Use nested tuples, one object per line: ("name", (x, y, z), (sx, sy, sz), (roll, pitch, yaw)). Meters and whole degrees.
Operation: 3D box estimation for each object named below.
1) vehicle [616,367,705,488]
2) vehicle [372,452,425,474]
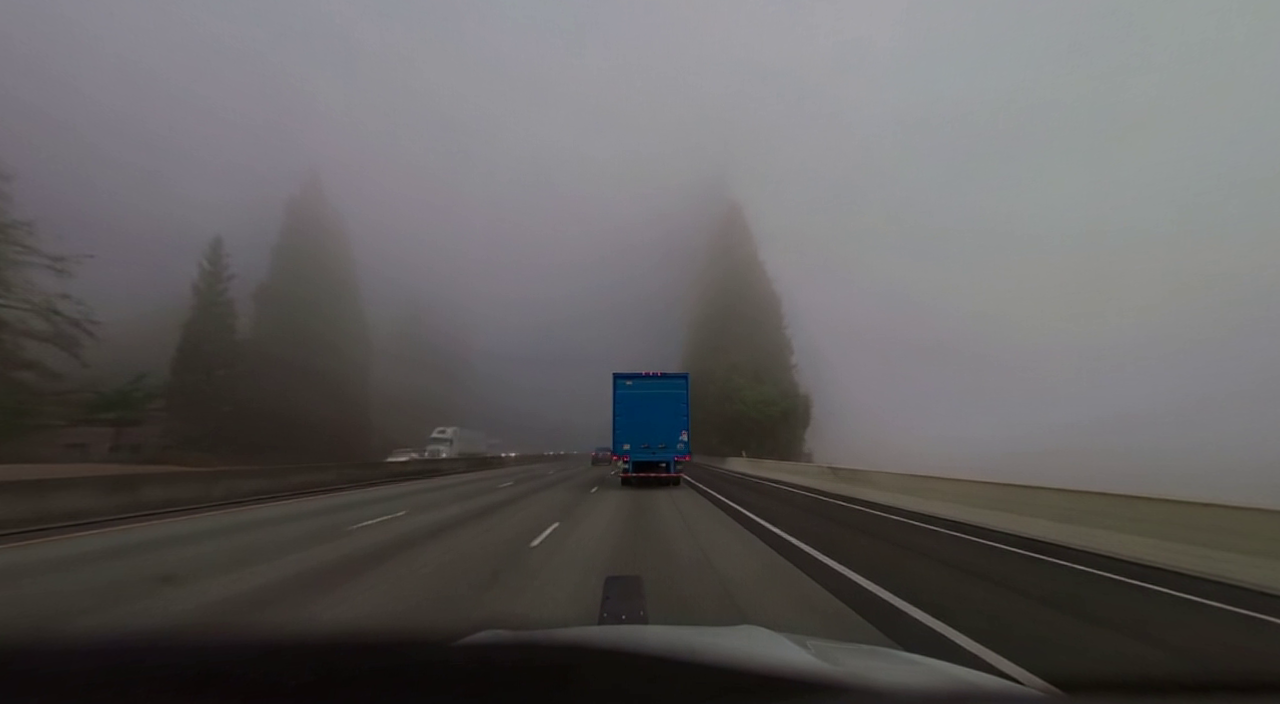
("vehicle", (0.639, 3.241, 25.765), (2.898, 3.973, 10.063), (0, -9, 0))
("vehicle", (-16.677, 7.647, 43.733), (1.901, 1.420, 4.320), (0, -9, 0))
